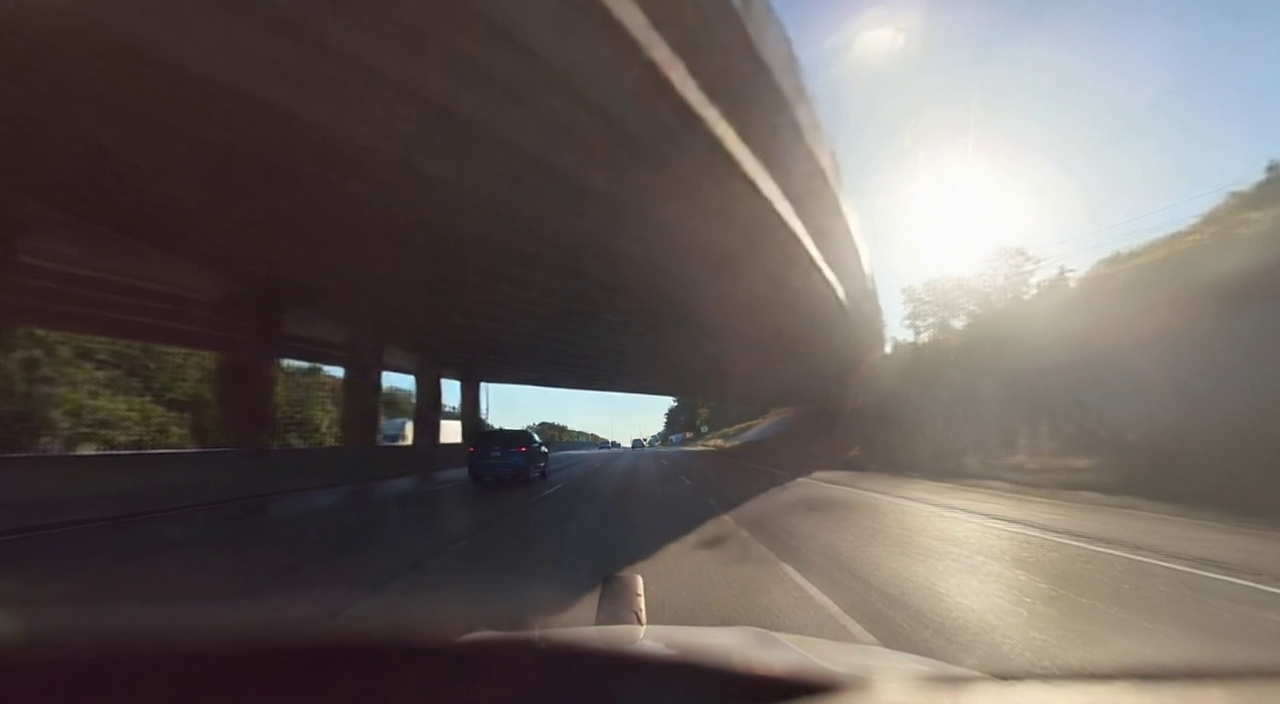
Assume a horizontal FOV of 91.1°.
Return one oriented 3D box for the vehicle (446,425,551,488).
[{"bbox_3d":[-4.150,3.139,19.219,2.125,1.662,4.336,0,-8,1],"label":"vehicle"}]
